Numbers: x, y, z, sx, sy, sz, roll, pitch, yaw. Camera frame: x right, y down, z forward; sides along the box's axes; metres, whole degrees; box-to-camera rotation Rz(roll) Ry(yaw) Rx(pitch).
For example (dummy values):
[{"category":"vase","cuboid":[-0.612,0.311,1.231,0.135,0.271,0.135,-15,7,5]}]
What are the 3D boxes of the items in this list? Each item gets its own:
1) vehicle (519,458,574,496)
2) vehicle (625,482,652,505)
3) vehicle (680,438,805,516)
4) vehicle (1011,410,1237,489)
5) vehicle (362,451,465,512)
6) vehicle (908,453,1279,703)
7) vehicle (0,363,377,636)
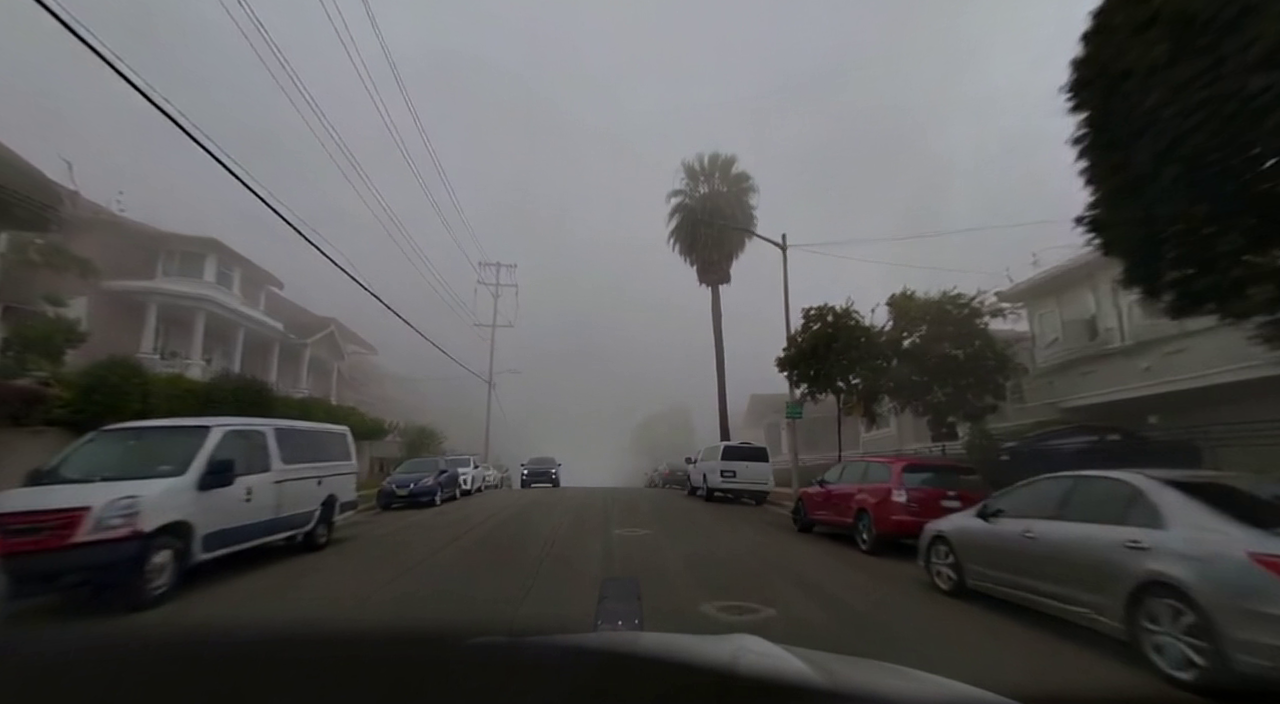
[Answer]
[{"category":"vehicle","cuboid":[-4.196,5.697,28.972,2.060,1.483,4.574,0,-9,-3]},{"category":"vehicle","cuboid":[-0.180,11.055,49.230,1.756,1.455,3.965,0,-9,-5]},{"category":"vehicle","cuboid":[2.893,3.726,19.526,2.358,2.008,5.957,0,-9,-5]},{"category":"vehicle","cuboid":[11.542,2.312,15.230,3.916,1.728,1.982,1,-6,-4]},{"category":"vehicle","cuboid":[-6.485,3.714,18.599,1.889,1.499,4.468,1,-9,-7]},{"category":"vehicle","cuboid":[4.209,1.534,4.775,2.043,1.461,4.504,0,-9,-5]},{"category":"vehicle","cuboid":[-5.372,1.558,7.755,2.348,2.144,5.481,0,-9,-6]}]
